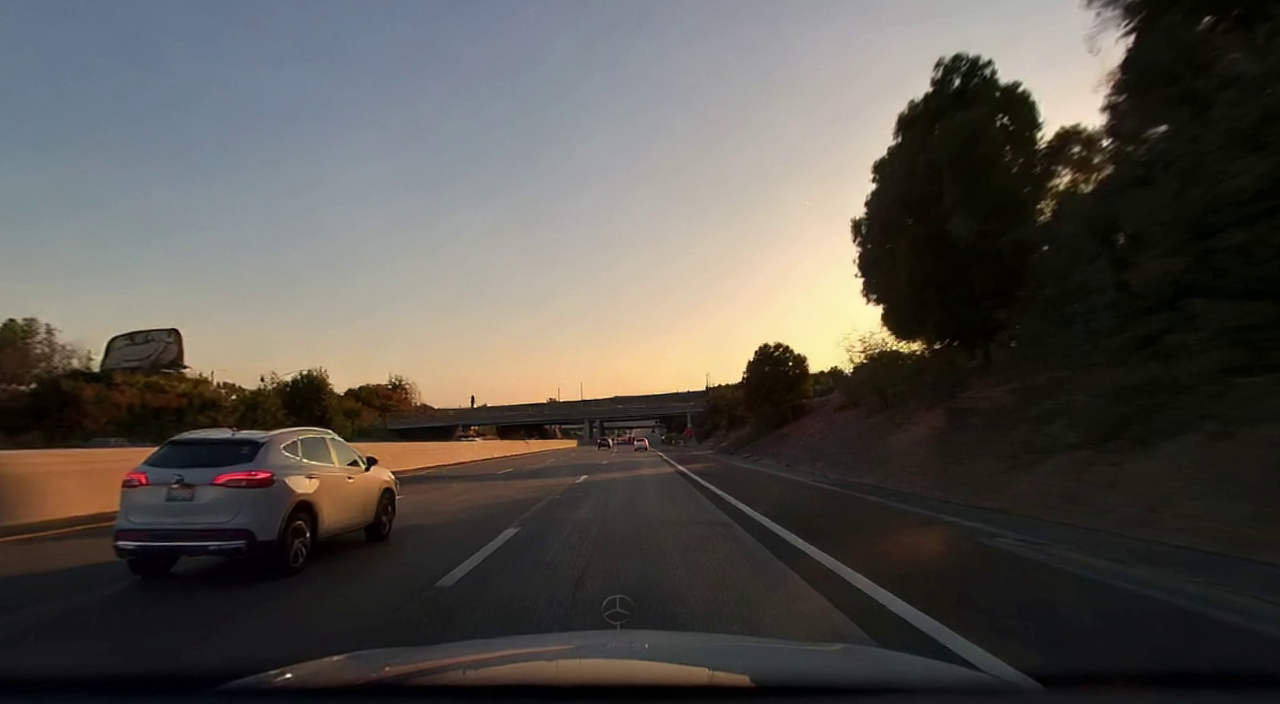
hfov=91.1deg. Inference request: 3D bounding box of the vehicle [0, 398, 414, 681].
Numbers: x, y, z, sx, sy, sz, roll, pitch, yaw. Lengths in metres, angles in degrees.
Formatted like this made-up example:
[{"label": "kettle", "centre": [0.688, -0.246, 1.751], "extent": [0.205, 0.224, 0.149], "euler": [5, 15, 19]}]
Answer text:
[{"label": "vehicle", "centre": [-3.889, 1.353, 5.786], "extent": [2.039, 1.589, 4.324], "euler": [0, -8, 0]}]
